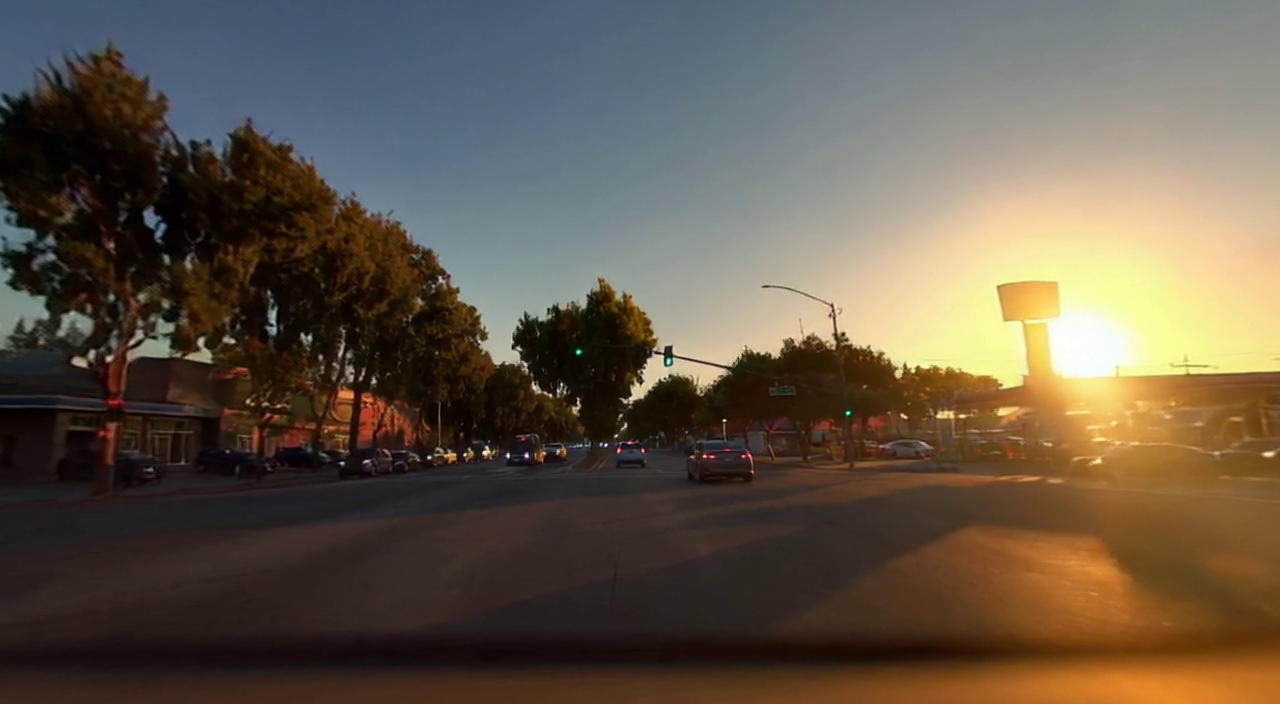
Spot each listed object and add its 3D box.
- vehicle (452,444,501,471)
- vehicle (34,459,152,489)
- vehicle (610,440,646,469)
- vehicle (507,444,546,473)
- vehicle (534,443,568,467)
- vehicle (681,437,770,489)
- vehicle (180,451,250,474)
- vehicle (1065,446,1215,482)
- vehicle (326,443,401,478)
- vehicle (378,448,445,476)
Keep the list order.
[{"bbox_3d":[-10.035,6.502,39.196,2.165,1.557,4.515,1,-9,-5],"label":"vehicle"},{"bbox_3d":[-28.607,6.375,33.138,4.428,1.416,1.759,0,-8,-2],"label":"vehicle"},{"bbox_3d":[-0.749,6.003,37.261,2.029,1.605,3.827,0,-8,-3],"label":"vehicle"},{"bbox_3d":[-6.340,5.923,35.540,1.972,1.466,4.493,2,-8,-9],"label":"vehicle"},{"bbox_3d":[-6.213,7.206,44.566,1.953,1.526,4.349,0,-8,-3],"label":"vehicle"},{"bbox_3d":[2.617,3.536,20.465,2.061,1.487,4.462,0,-9,-3],"label":"vehicle"},{"bbox_3d":[-29.583,7.689,44.000,3.640,1.462,1.660,-1,-8,1],"label":"vehicle"},{"bbox_3d":[21.217,4.754,26.969,4.637,1.443,2.050,-1,-8,1],"label":"vehicle"},{"bbox_3d":[-16.629,6.537,38.338,2.191,1.926,5.787,0,-9,-3],"label":"vehicle"},{"bbox_3d":[-13.378,6.460,37.407,2.186,1.532,5.087,0,-8,-2],"label":"vehicle"}]
